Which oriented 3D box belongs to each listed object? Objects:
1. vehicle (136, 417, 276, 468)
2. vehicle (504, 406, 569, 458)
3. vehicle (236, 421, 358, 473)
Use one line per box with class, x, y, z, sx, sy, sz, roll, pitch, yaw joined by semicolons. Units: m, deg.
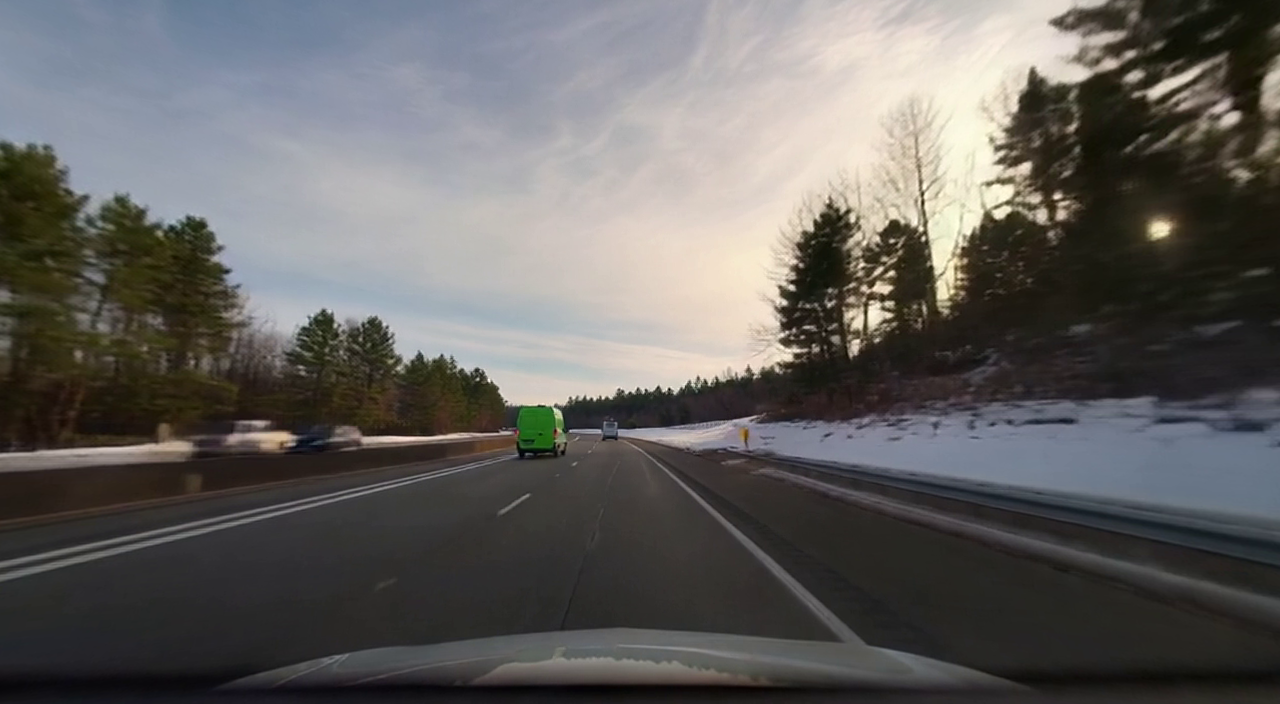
vehicle;-15.534;3.276;22.869;1.965;1.658;4.405;0;-8;-1
vehicle;-5.300;4.236;33.135;2.561;2.509;5.465;0;-8;-1
vehicle;-11.847;3.298;22.115;1.907;1.590;4.292;1;-8;-1
